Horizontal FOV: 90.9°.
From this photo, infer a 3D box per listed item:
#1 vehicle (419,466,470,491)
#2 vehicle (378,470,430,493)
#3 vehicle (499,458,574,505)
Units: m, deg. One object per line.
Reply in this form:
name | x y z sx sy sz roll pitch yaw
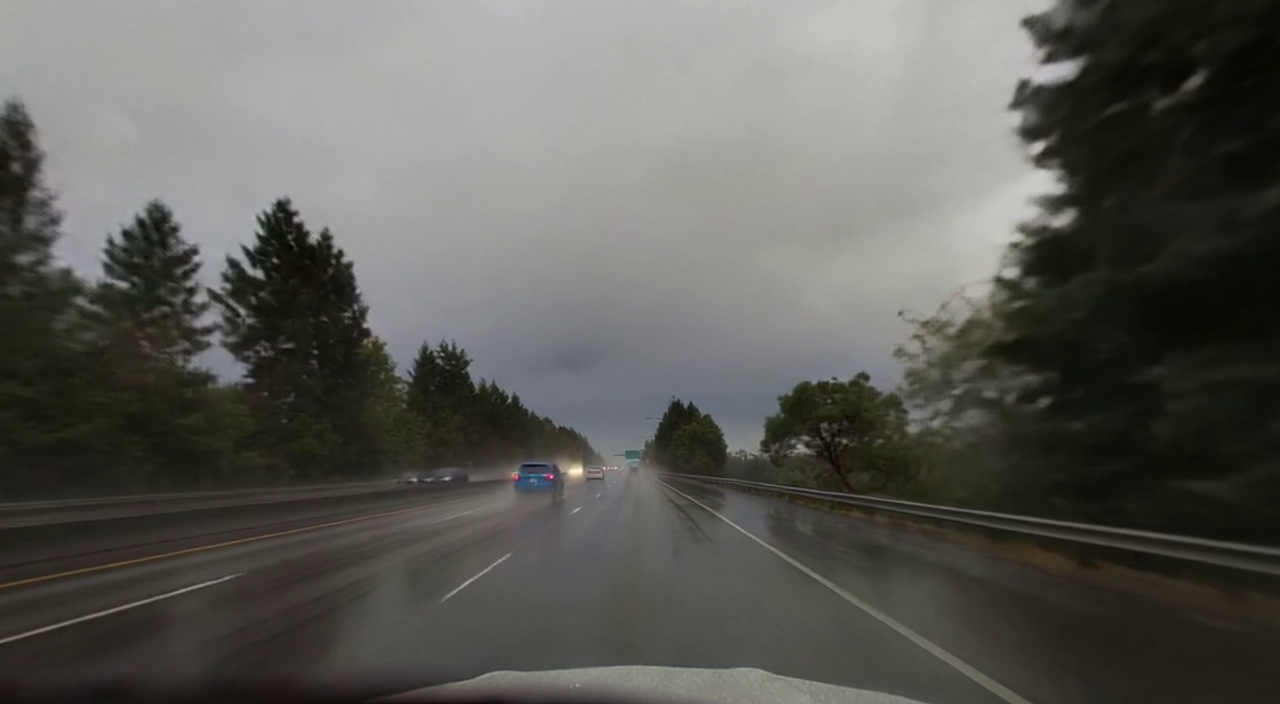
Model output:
vehicle | -12.984 8.432 42.088 1.939 1.525 4.481 1 -10 0
vehicle | -16.667 9.169 44.674 1.892 1.471 4.526 1 -10 0
vehicle | -3.837 4.907 24.150 2.068 1.592 4.479 0 -10 0
